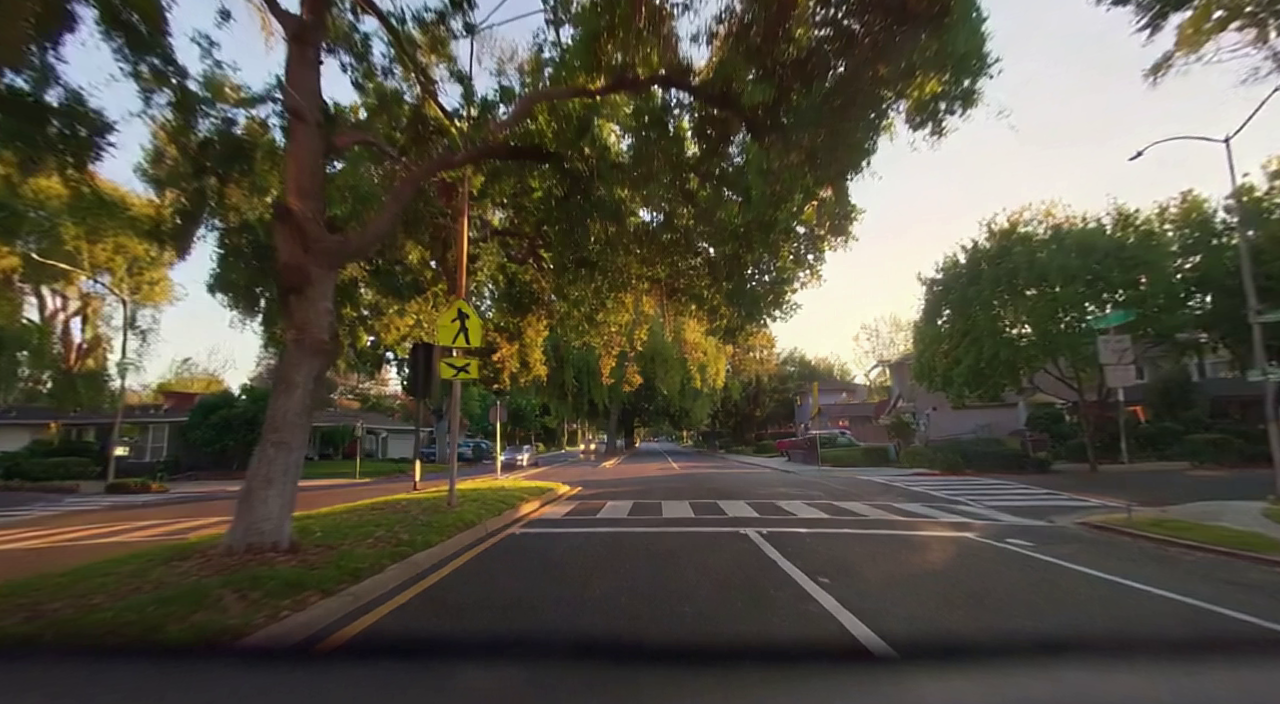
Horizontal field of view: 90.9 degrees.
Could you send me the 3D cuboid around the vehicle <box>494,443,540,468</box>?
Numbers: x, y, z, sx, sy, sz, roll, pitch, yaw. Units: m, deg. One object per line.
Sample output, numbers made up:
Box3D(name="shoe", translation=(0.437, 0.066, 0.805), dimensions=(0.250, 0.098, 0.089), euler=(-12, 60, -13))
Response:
Box3D(name="vehicle", translation=(-7.720, 6.495, 39.885), dimensions=(1.900, 1.472, 4.574), euler=(0, -8, 2))
